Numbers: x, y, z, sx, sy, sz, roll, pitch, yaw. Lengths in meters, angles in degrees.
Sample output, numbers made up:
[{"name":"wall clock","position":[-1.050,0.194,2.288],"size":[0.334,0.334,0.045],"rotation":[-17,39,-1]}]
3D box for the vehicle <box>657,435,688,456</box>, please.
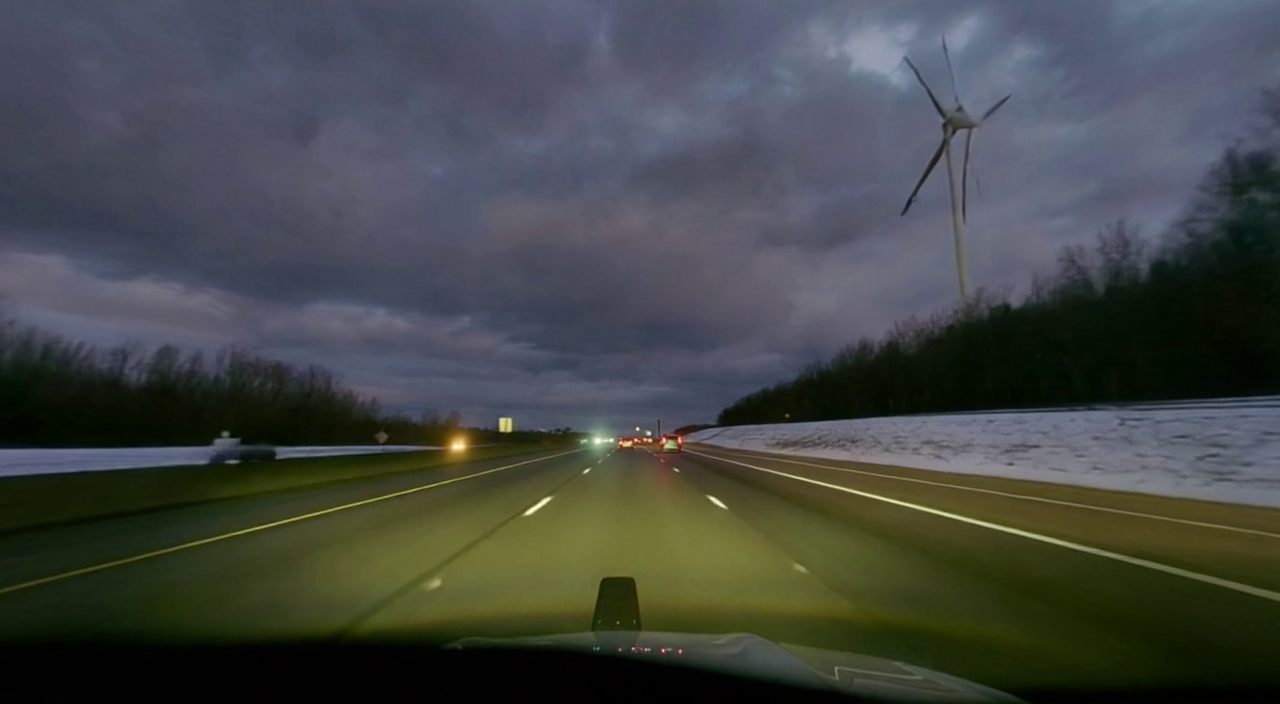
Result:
[{"name":"vehicle","position":[2.460,7.254,49.031],"size":[2.041,1.551,3.974],"rotation":[0,-8,-2]}]
